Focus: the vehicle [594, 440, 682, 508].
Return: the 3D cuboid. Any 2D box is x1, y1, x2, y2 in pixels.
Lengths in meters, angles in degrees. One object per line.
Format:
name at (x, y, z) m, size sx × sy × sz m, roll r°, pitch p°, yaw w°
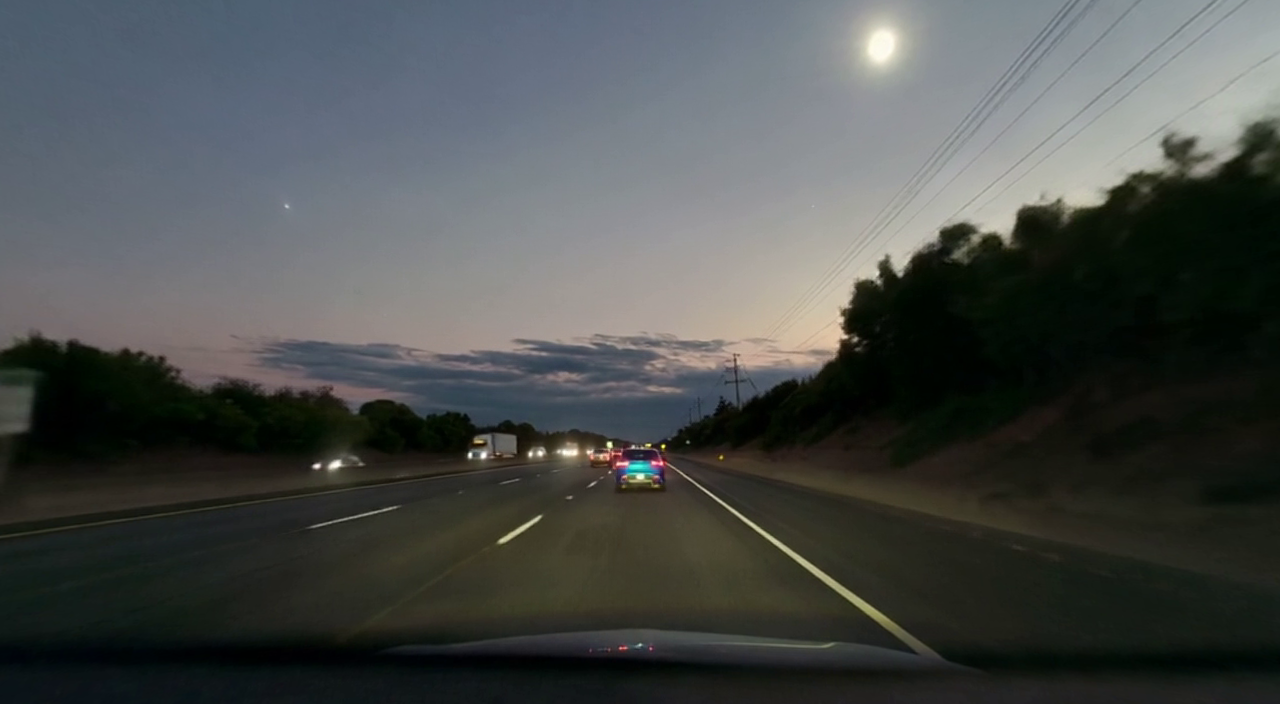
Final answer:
vehicle at (-0.058, 3.089, 16.419) m, size 1.966 × 1.499 × 4.298 m, roll 0°, pitch -9°, yaw 0°
